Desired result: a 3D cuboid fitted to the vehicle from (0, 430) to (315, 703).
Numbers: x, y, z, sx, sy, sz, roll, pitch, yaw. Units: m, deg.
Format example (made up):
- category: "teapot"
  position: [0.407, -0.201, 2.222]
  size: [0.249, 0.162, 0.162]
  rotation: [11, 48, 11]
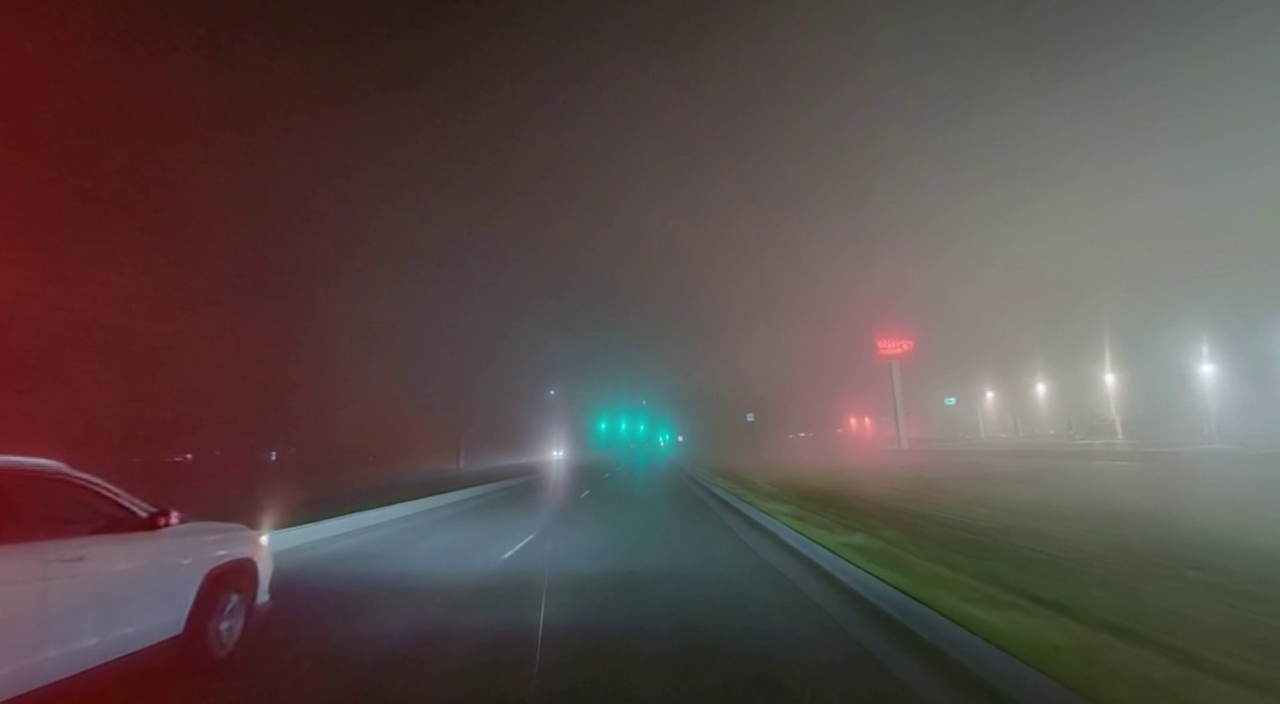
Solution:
- category: "vehicle"
  position: [-3.600, 1.075, 2.602]
  size: [1.972, 1.490, 4.591]
  rotation: [0, -8, 2]
